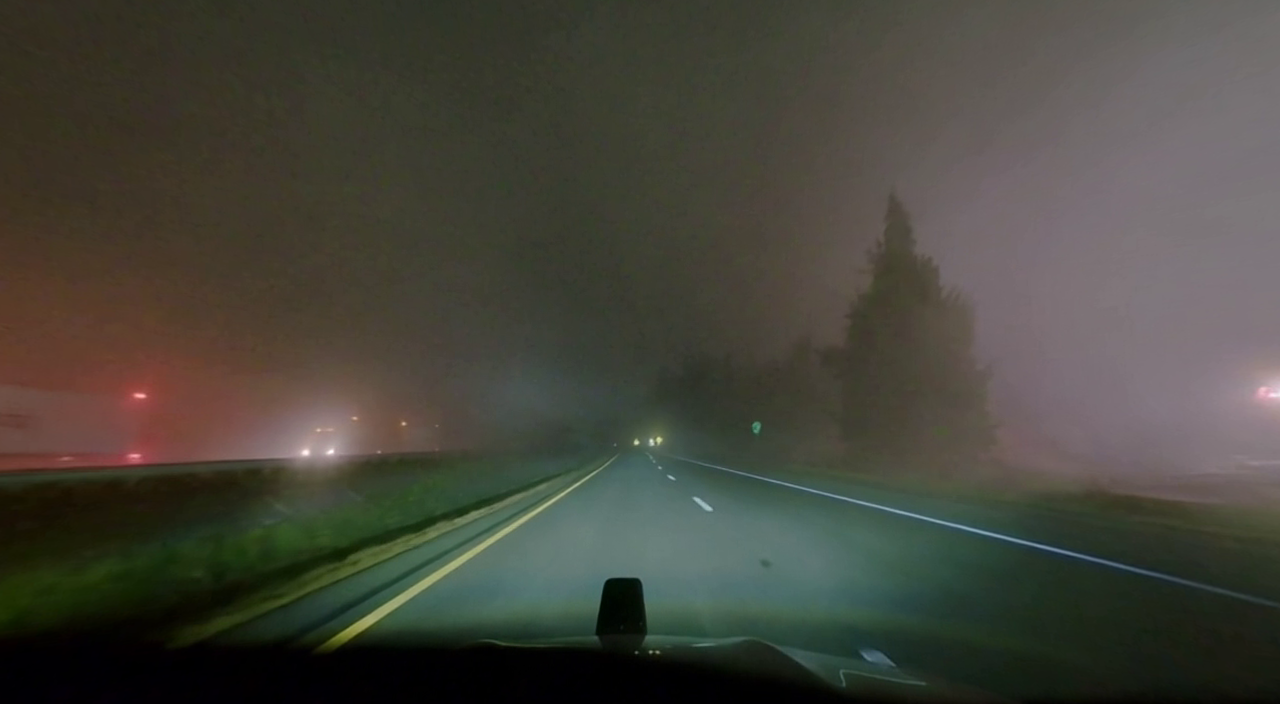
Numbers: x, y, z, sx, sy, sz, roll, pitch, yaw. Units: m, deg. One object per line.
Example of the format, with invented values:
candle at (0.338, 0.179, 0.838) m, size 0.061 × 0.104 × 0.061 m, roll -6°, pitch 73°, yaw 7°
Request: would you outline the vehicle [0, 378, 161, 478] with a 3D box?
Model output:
vehicle at (-28.661, 3.325, 27.309) m, size 2.920 × 4.198 × 16.691 m, roll 0°, pitch -8°, yaw 0°
